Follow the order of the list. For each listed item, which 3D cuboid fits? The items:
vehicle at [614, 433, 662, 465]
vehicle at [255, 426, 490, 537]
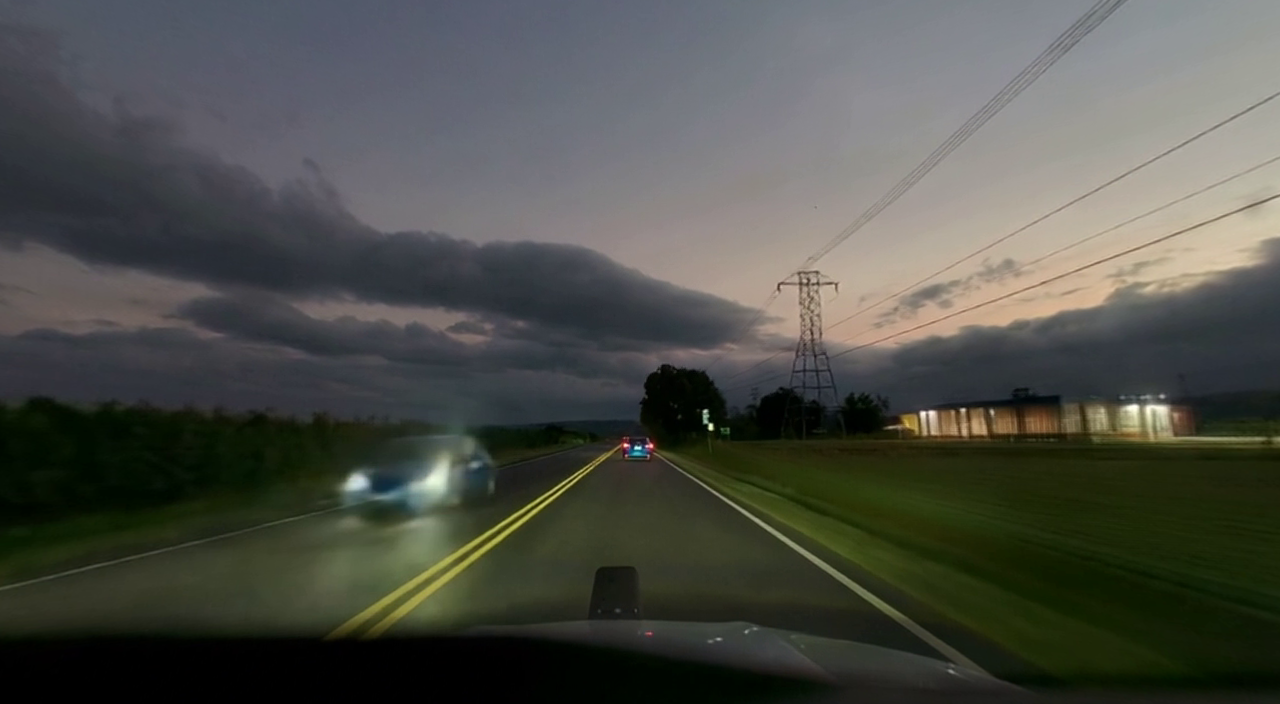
[{"bbox_3d":[-0.127,4.836,31.552,2.241,1.471,3.829,0,-8,-1],"label":"vehicle"},{"bbox_3d":[-4.110,2.034,10.696,2.091,1.470,4.490,0,-8,-1],"label":"vehicle"}]
